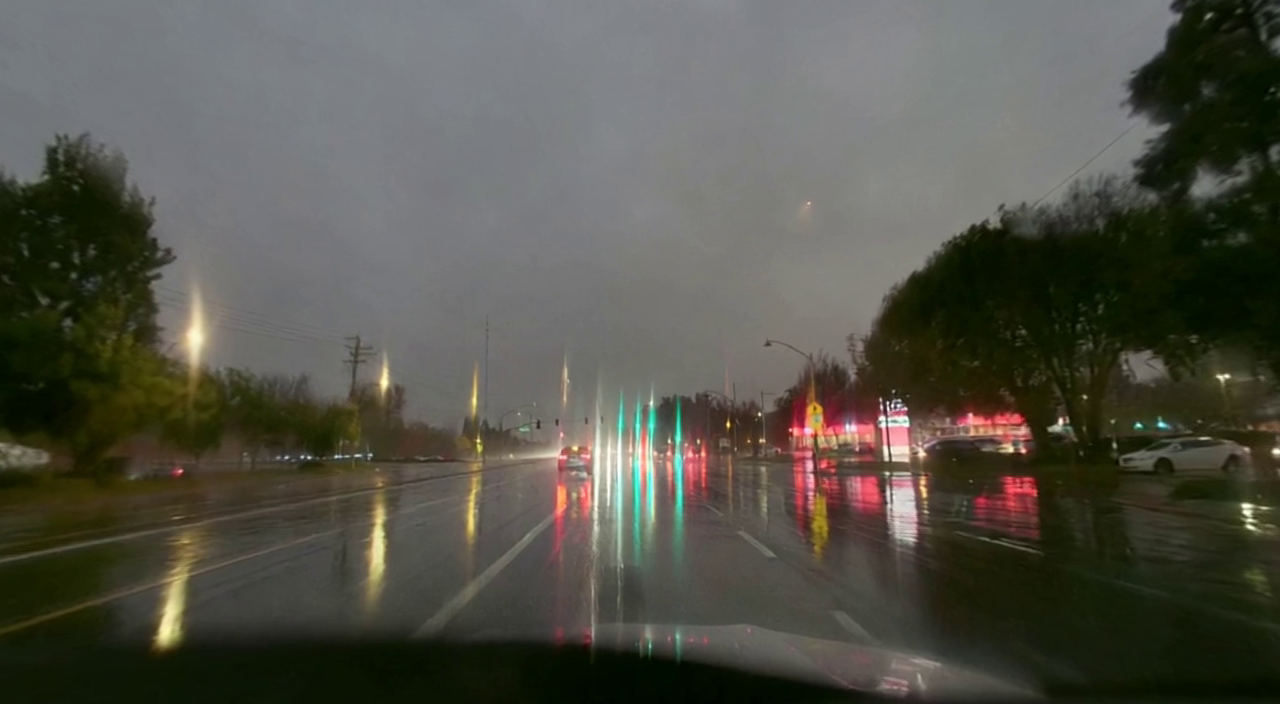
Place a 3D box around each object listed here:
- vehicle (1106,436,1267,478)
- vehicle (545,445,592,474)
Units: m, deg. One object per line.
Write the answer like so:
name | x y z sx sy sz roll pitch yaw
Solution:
vehicle | 21.477 4.124 24.972 4.551 1.555 2.018 0 -9 -3
vehicle | -3.839 5.862 34.688 2.097 1.497 4.571 0 -9 0
